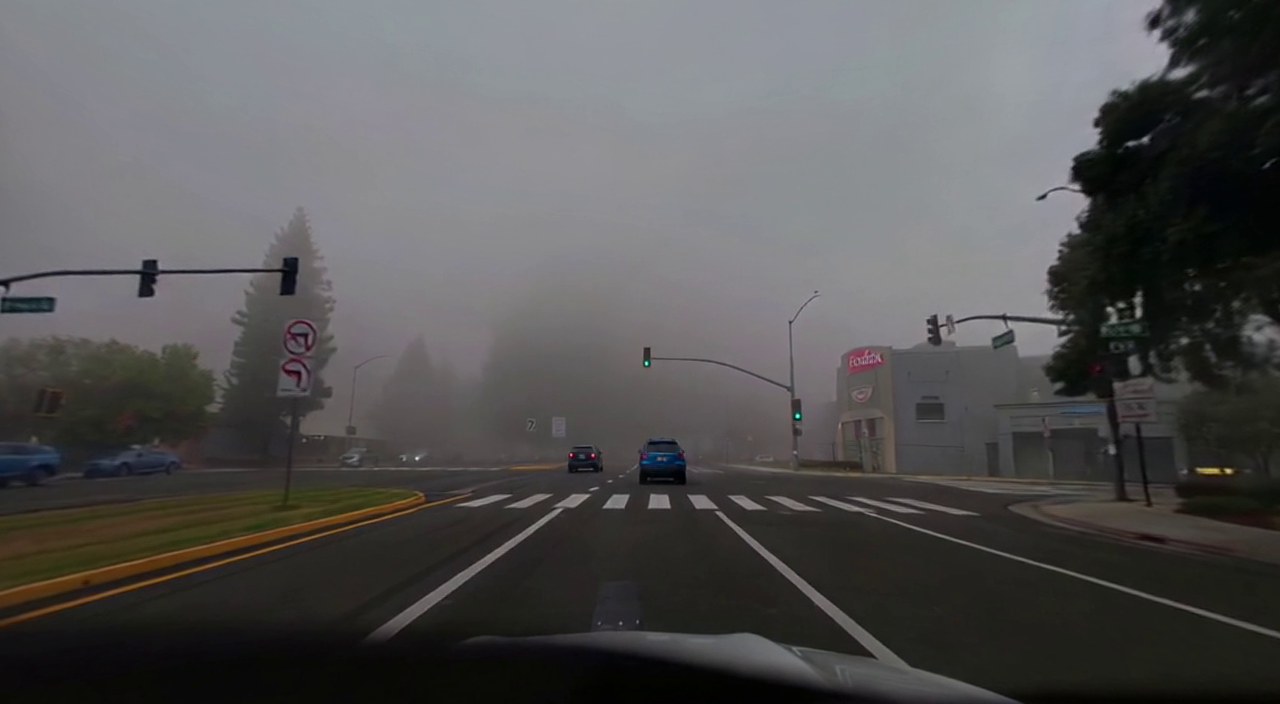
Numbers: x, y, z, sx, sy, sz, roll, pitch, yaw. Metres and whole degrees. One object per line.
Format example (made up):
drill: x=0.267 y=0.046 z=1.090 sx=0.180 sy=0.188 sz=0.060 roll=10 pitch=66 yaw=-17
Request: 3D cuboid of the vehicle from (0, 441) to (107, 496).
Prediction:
vehicle: x=-18.948 y=3.433 z=18.816 sx=1.950 sy=1.512 sz=4.794 roll=0 pitch=-8 yaw=0

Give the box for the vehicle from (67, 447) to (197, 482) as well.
vehicle: x=-24.309 y=5.355 z=30.543 sx=2.030 sy=1.522 sz=5.068 roll=0 pitch=-8 yaw=0

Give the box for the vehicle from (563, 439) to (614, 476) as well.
vehicle: x=-2.671 y=5.660 z=34.080 sx=2.202 sy=1.856 sz=4.516 roll=0 pitch=-8 yaw=2

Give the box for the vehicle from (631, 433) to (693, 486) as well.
vehicle: x=0.836 y=4.301 z=25.660 sx=2.273 sy=1.909 sz=5.075 roll=0 pitch=-8 yaw=1
